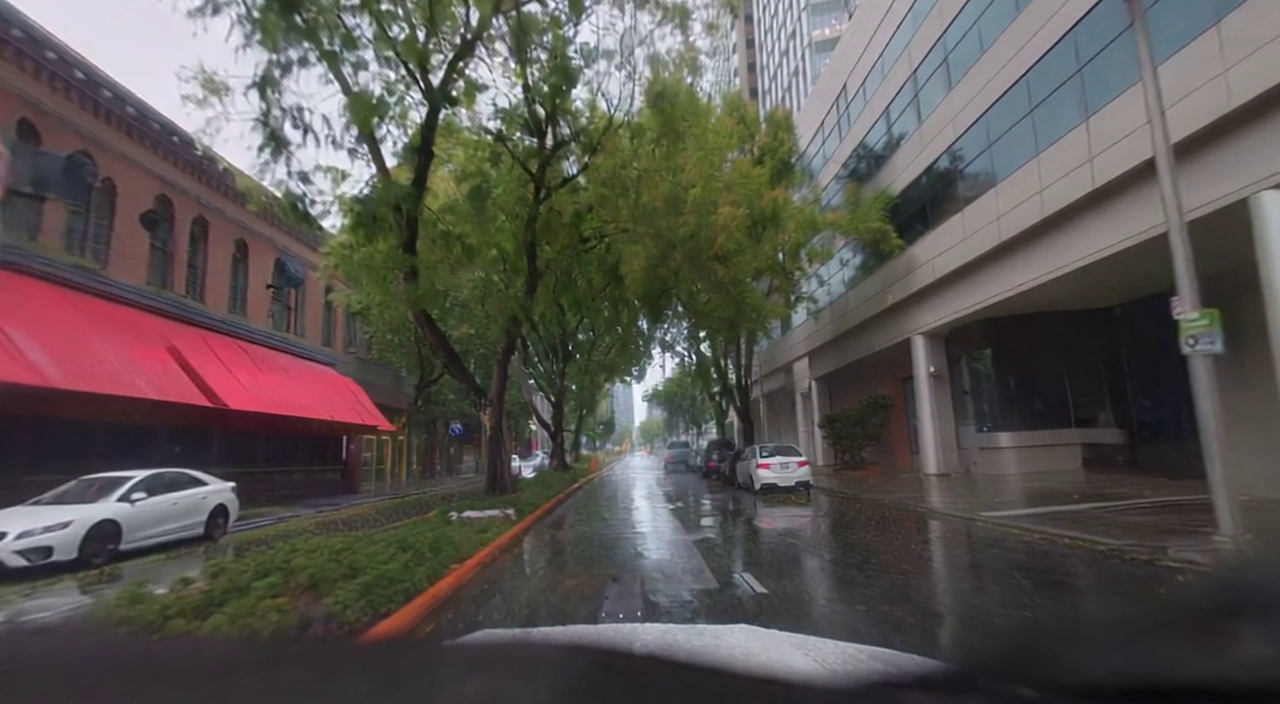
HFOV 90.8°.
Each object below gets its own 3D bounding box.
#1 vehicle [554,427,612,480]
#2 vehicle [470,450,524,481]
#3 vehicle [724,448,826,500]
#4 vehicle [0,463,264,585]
[{"bbox_3d":[-2.974,5.502,34.492,2.317,2.596,6.053,0,-8,2],"label":"vehicle"},{"bbox_3d":[-8.887,7.086,39.650,2.256,1.802,4.333,0,-8,2],"label":"vehicle"},{"bbox_3d":[4.620,3.999,21.187,1.858,1.491,4.329,-6,-10,33],"label":"vehicle"},{"bbox_3d":[-8.711,2.711,10.761,2.007,1.503,4.343,0,-8,-1],"label":"vehicle"}]
